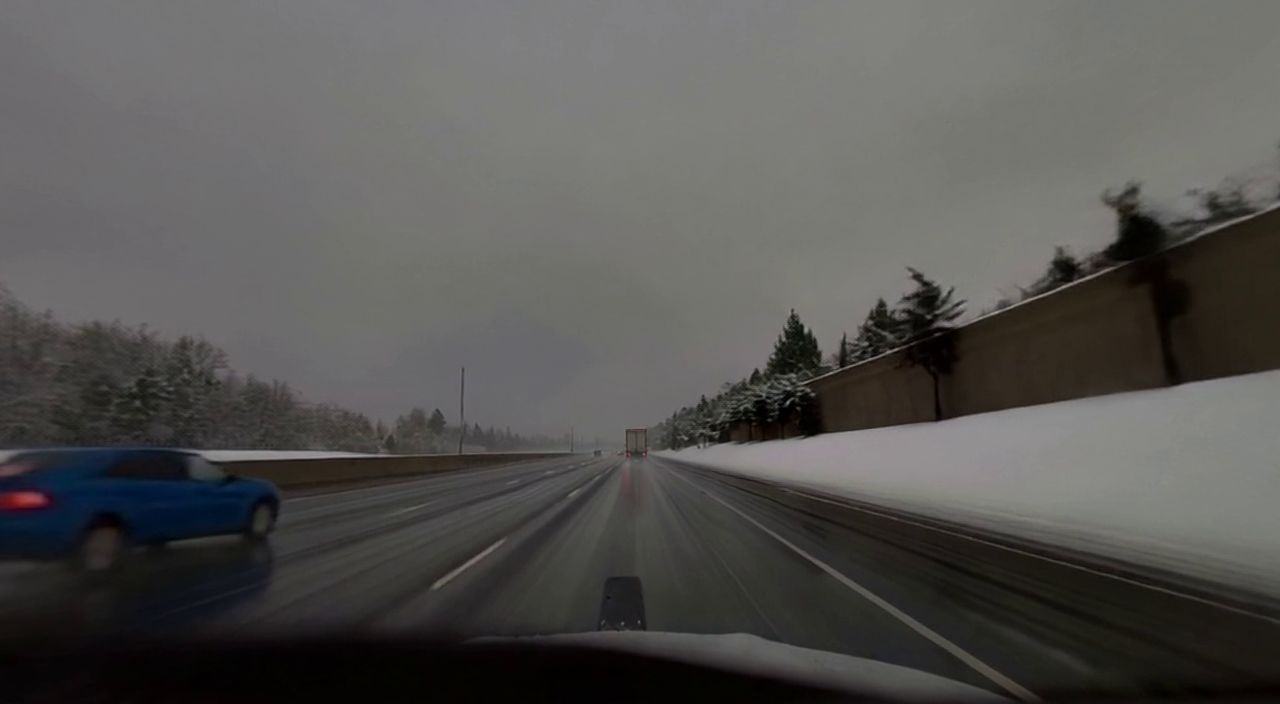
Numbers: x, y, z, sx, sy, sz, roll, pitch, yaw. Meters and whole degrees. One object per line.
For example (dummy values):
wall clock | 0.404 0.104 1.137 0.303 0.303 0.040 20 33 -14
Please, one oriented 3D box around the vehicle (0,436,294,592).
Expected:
vehicle | -7.088 1.927 8.434 2.017 1.468 5.031 0 -9 0
